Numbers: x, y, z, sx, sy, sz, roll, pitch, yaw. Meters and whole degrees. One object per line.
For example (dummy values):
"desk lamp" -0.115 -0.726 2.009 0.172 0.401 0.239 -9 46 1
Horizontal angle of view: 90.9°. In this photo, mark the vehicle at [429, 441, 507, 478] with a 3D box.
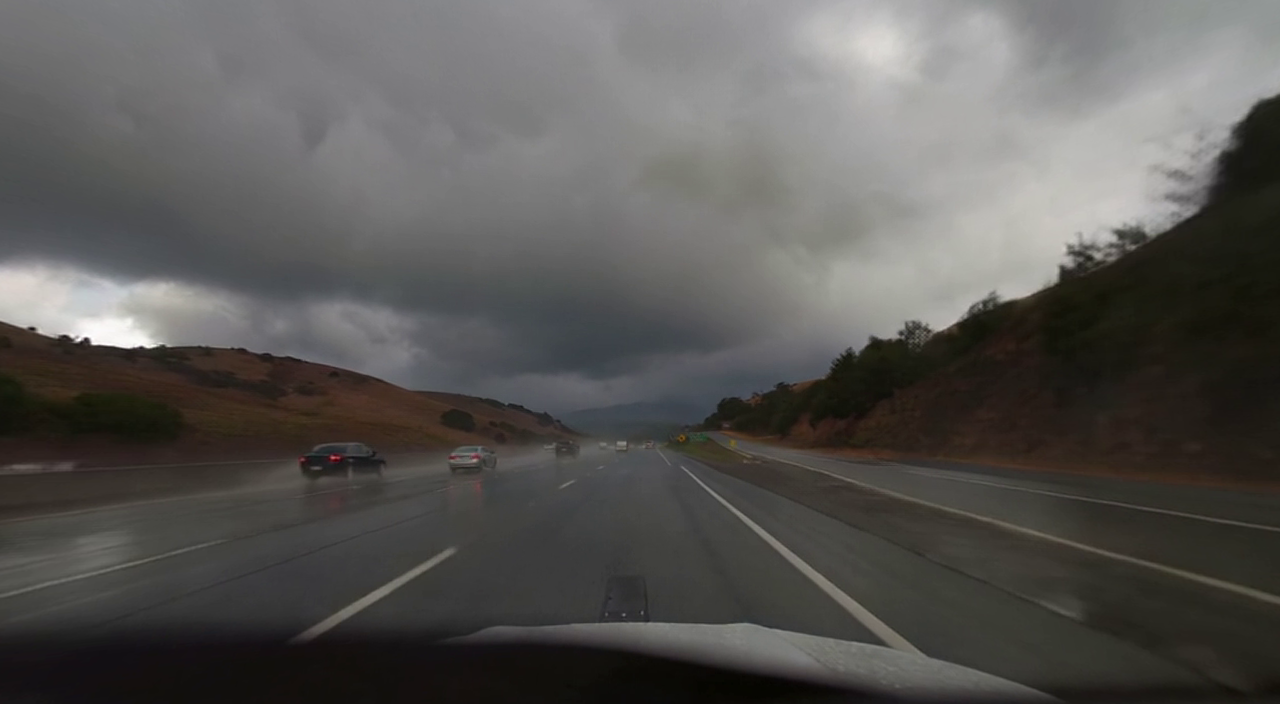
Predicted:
"vehicle" -7.477 4.698 27.944 2.107 1.484 4.449 -1 -8 1

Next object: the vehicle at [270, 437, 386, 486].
"vehicle" -11.649 4.096 23.989 2.020 1.645 4.629 0 -8 1
